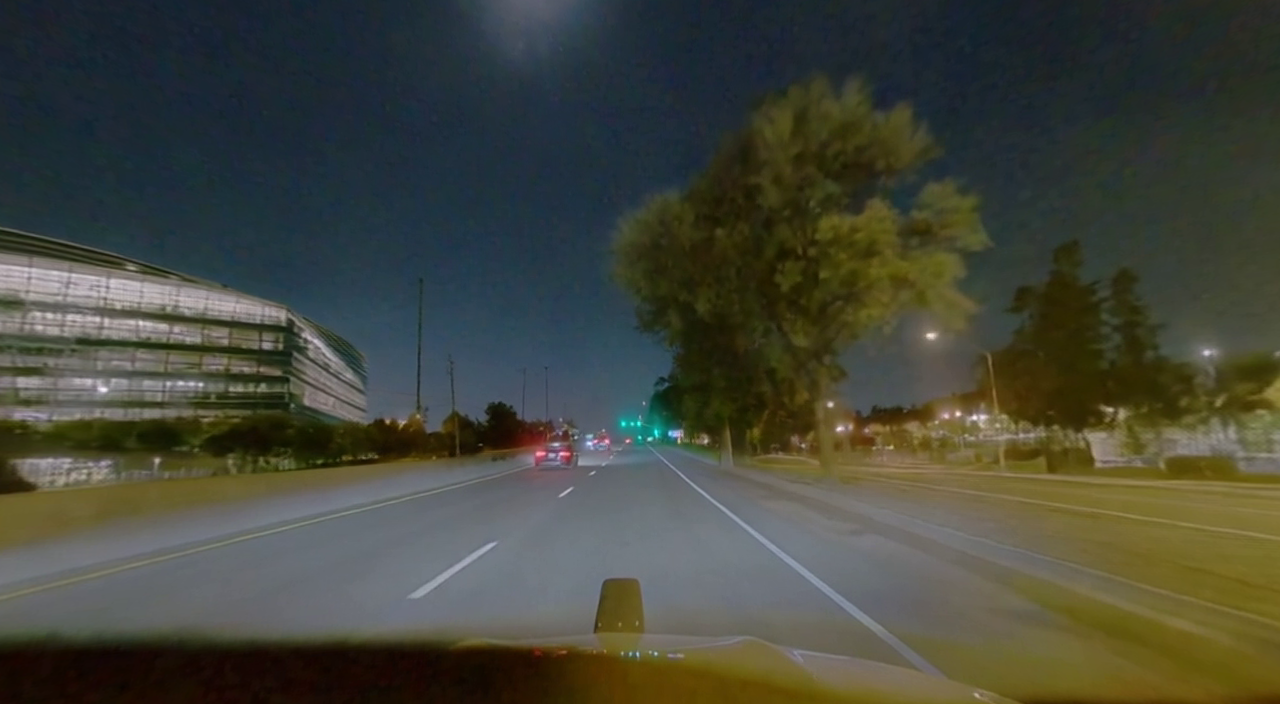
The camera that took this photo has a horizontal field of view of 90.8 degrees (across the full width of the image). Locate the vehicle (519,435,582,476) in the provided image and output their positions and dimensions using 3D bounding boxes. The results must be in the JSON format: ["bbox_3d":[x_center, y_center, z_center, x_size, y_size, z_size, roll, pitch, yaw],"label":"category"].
[{"bbox_3d":[-3.662,4.329,26.727,1.984,1.521,4.682,-1,-8,0],"label":"vehicle"}]
